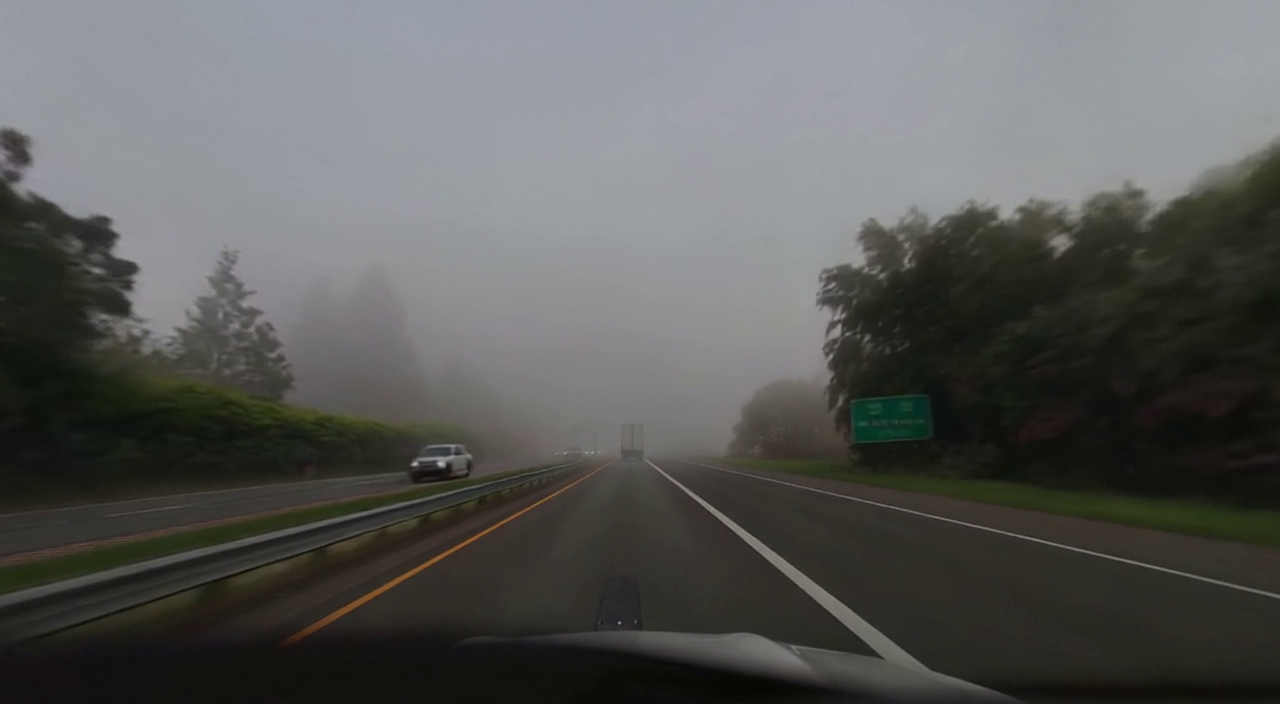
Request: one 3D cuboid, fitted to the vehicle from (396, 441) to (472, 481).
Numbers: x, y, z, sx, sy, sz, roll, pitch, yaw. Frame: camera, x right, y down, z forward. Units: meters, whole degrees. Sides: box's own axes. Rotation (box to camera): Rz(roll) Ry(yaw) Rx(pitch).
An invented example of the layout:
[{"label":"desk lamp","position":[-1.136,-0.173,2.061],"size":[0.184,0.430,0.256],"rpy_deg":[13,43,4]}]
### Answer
[{"label":"vehicle","position":[-9.767,5.220,30.211],"size":[2.070,1.744,4.784],"rpy_deg":[0,-9,0]}]
